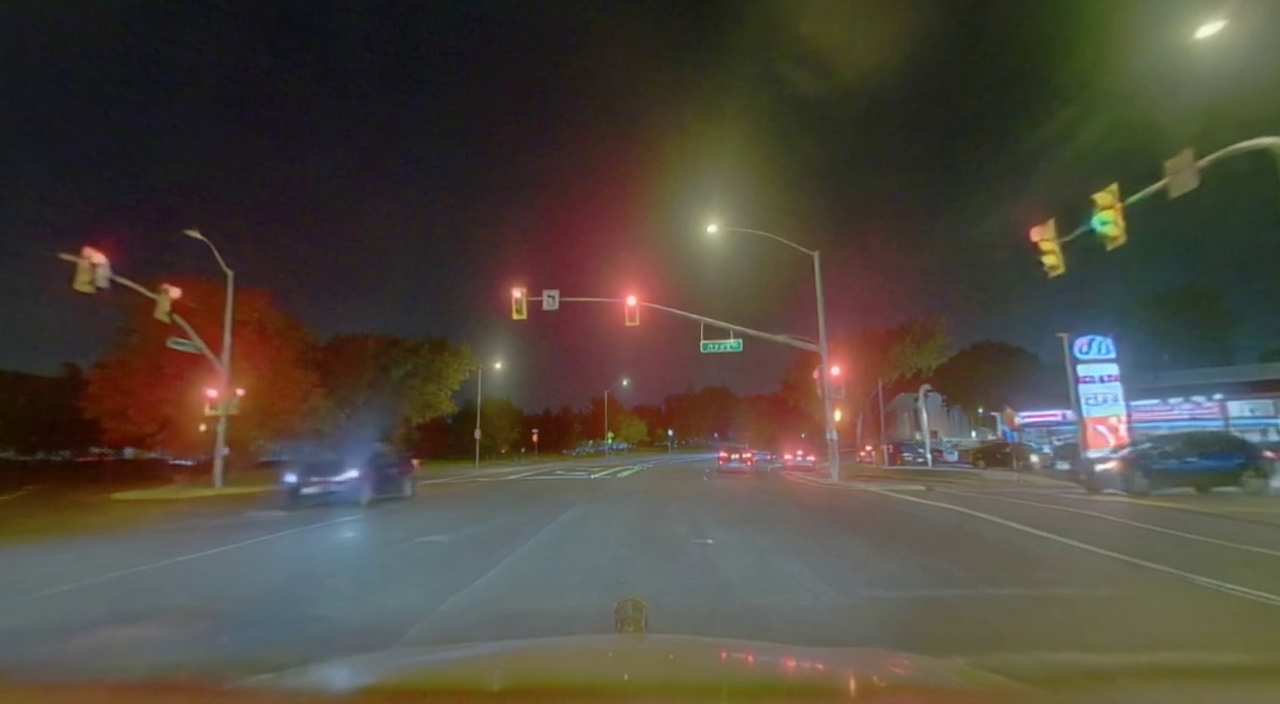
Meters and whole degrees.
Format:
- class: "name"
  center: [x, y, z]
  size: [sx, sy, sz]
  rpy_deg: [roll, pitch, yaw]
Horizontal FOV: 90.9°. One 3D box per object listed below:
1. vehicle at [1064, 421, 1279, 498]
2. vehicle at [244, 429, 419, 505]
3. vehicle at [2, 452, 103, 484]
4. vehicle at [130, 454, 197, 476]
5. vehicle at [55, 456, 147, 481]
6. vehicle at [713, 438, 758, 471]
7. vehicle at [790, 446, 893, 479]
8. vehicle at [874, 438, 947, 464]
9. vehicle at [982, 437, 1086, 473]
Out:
- class: "vehicle"
  center: [14.856, 2.925, 17.368]
  size: [4.713, 1.969, 2.201]
  rpy_deg: [0, -9, -2]
- class: "vehicle"
  center: [-7.858, 2.967, 16.671]
  size: [2.309, 1.702, 4.323]
  rpy_deg: [0, -9, 2]
- class: "vehicle"
  center: [-36.959, 7.284, 39.821]
  size: [2.122, 1.801, 4.427]
  rpy_deg: [0, -9, -2]
- class: "vehicle"
  center: [-34.276, 8.117, 45.491]
  size: [1.702, 1.407, 4.019]
  rpy_deg: [0, -9, -1]
- class: "vehicle"
  center: [-34.478, 7.436, 40.478]
  size: [1.802, 1.442, 4.601]
  rpy_deg: [0, -9, 1]
- class: "vehicle"
  center: [5.299, 5.662, 34.946]
  size: [2.311, 1.715, 4.287]
  rpy_deg: [-1, -9, 8]
- class: "vehicle"
  center: [9.695, 5.333, 30.697]
  size: [1.938, 1.466, 4.434]
  rpy_deg: [6, -11, -35]
- class: "vehicle"
  center: [19.654, 7.211, 46.086]
  size: [4.557, 1.825, 2.350]
  rpy_deg: [-3, -9, 16]
- class: "vehicle"
  center: [21.175, 5.525, 33.899]
  size: [4.707, 1.790, 2.357]
  rpy_deg: [4, -9, -23]
